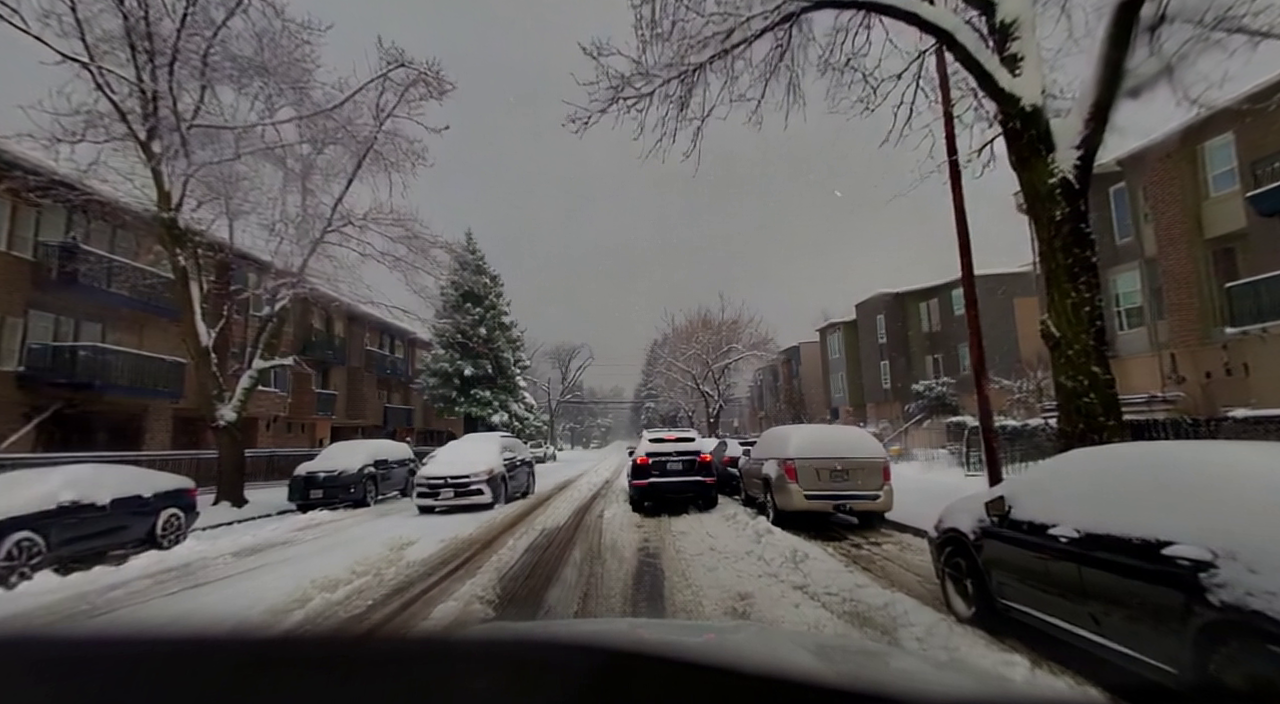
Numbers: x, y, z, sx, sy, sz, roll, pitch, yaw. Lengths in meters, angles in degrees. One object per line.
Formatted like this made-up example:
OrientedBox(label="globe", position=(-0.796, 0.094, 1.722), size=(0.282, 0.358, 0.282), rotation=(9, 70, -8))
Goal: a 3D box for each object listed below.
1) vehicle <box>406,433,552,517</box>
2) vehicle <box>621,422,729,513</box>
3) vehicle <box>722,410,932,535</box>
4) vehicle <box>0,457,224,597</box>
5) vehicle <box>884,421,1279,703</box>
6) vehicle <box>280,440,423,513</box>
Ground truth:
OrientedBox(label="vehicle", position=(-3.616, 2.838, 15.028), size=(2.018, 1.691, 3.995), rotation=(-1, -9, 7))
OrientedBox(label="vehicle", position=(0.628, 2.596, 14.684), size=(2.055, 1.717, 5.172), rotation=(0, -9, -1))
OrientedBox(label="vehicle", position=(3.074, 2.141, 11.846), size=(2.082, 1.799, 5.207), rotation=(0, -9, -3))
OrientedBox(label="vehicle", position=(-8.097, 2.328, 8.835), size=(1.859, 1.432, 4.315), rotation=(-5, -8, -4))
OrientedBox(label="vehicle", position=(3.391, 1.187, 3.875), size=(1.881, 1.403, 4.214), rotation=(0, -9, -3))
OrientedBox(label="vehicle", position=(-7.902, 3.418, 17.851), size=(2.002, 1.774, 4.568), rotation=(0, -9, -2))
